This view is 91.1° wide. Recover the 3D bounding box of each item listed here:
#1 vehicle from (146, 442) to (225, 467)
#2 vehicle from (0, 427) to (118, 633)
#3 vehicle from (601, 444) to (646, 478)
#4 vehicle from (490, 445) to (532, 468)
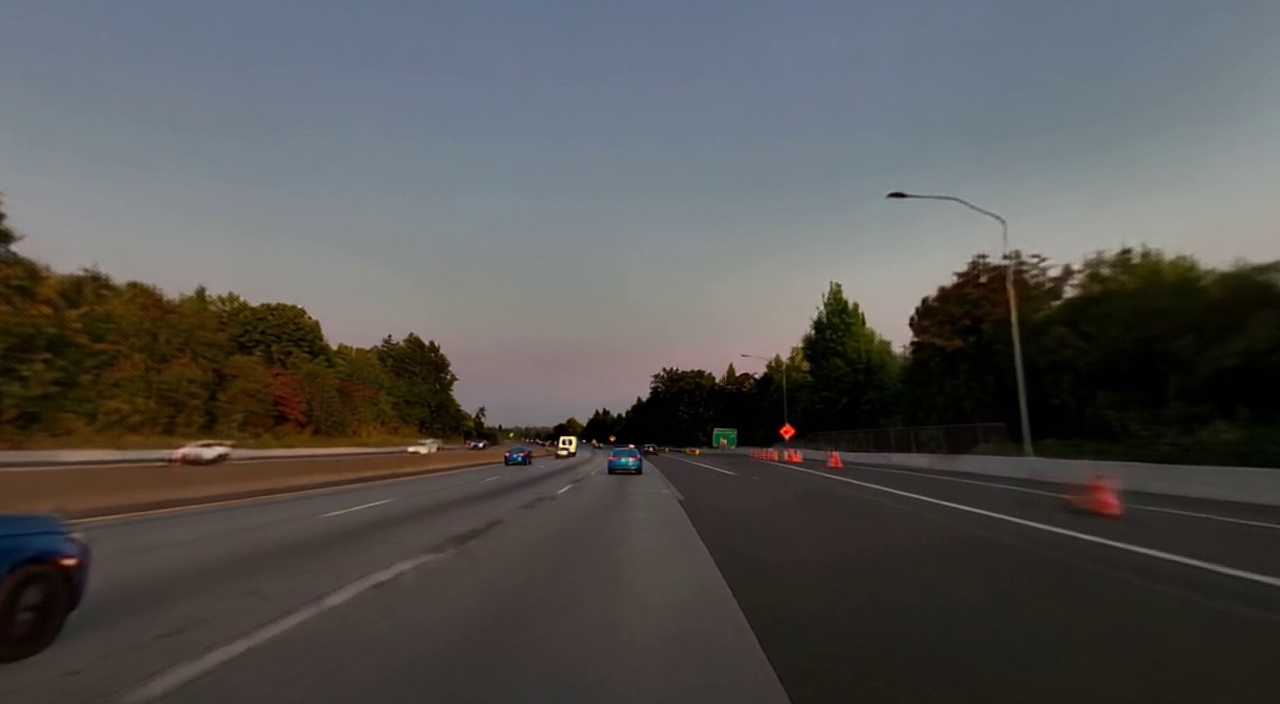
[{"bbox_3d":[-30.108,6.785,41.747,1.880,1.524,4.473,0,-9,0],"label":"vehicle"},{"bbox_3d":[-5.487,1.049,3.084,2.001,1.415,4.360,0,-8,2],"label":"vehicle"},{"bbox_3d":[-0.708,5.106,29.661,1.963,1.462,4.681,0,-8,0],"label":"vehicle"},{"bbox_3d":[-8.863,7.172,43.432,1.946,1.472,4.472,0,-8,-1],"label":"vehicle"}]
